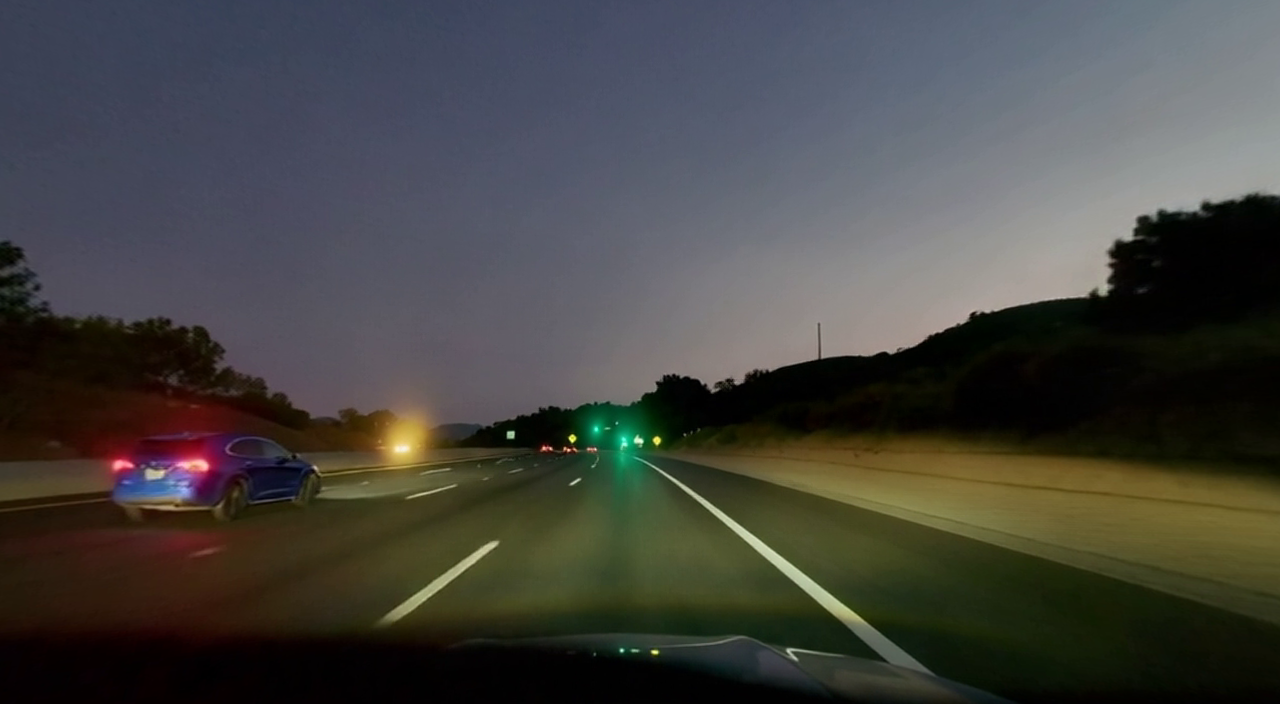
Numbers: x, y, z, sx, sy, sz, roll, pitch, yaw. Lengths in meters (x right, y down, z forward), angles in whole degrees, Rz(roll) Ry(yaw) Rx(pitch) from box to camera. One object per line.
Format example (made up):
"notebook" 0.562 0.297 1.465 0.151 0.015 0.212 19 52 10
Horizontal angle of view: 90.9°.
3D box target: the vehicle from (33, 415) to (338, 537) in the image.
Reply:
"vehicle" -7.531 2.095 11.249 2.046 1.712 4.533 0 -8 0
